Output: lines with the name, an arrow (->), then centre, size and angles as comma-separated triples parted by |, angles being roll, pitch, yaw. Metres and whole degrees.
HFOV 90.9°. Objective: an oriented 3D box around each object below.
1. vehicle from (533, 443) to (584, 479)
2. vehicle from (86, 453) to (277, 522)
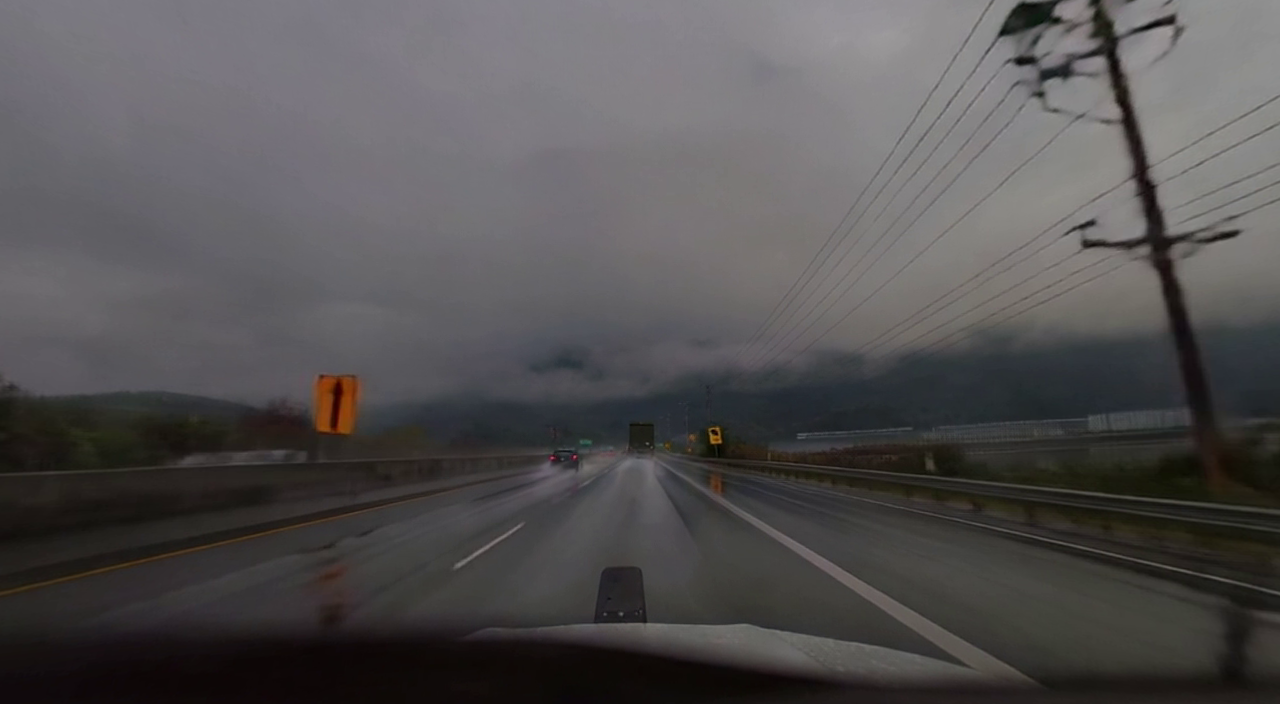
vehicle -> -4.201, 5.647, 32.991 | 2.111, 1.735, 4.066 | 0, -9, 0
vehicle -> -12.339, 3.622, 17.452 | 1.849, 1.593, 4.548 | 0, -9, 0
